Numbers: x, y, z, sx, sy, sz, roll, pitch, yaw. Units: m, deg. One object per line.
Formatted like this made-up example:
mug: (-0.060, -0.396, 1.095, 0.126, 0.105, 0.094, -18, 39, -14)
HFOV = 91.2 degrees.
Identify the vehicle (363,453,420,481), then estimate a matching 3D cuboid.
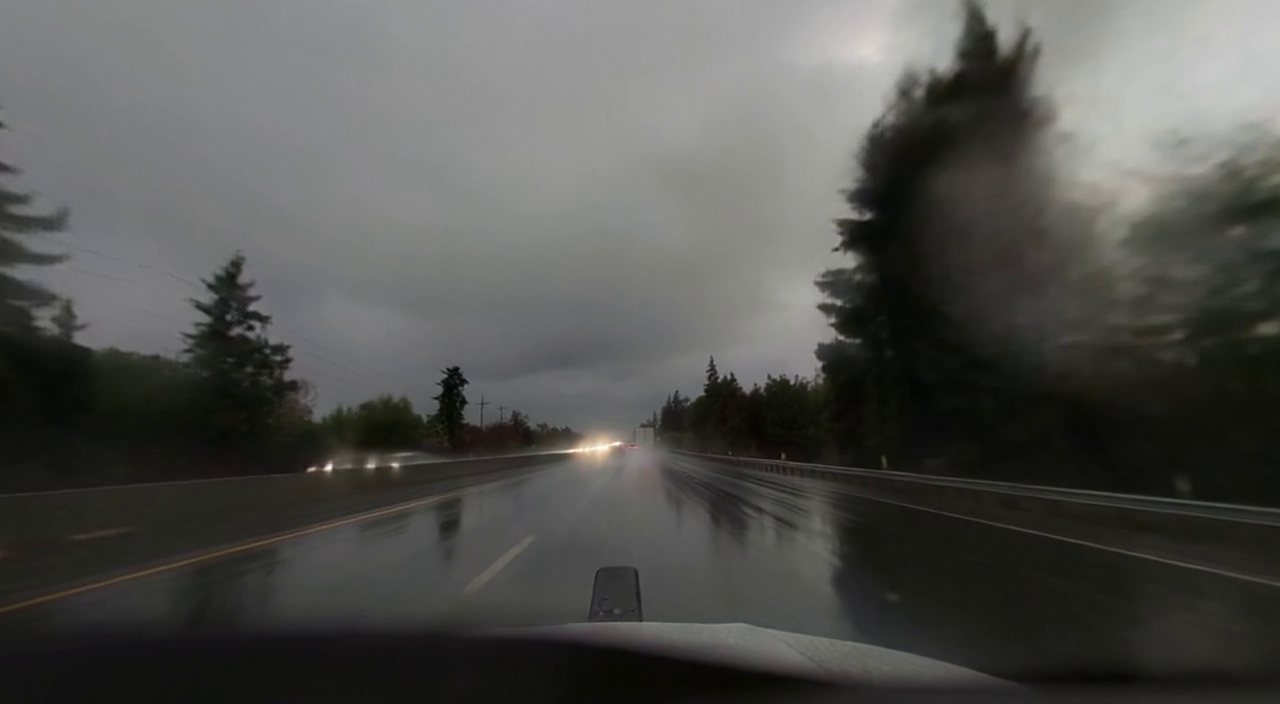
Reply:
vehicle: (-17.201, 7.960, 43.615, 1.978, 1.828, 4.675, 0, -9, 0)
